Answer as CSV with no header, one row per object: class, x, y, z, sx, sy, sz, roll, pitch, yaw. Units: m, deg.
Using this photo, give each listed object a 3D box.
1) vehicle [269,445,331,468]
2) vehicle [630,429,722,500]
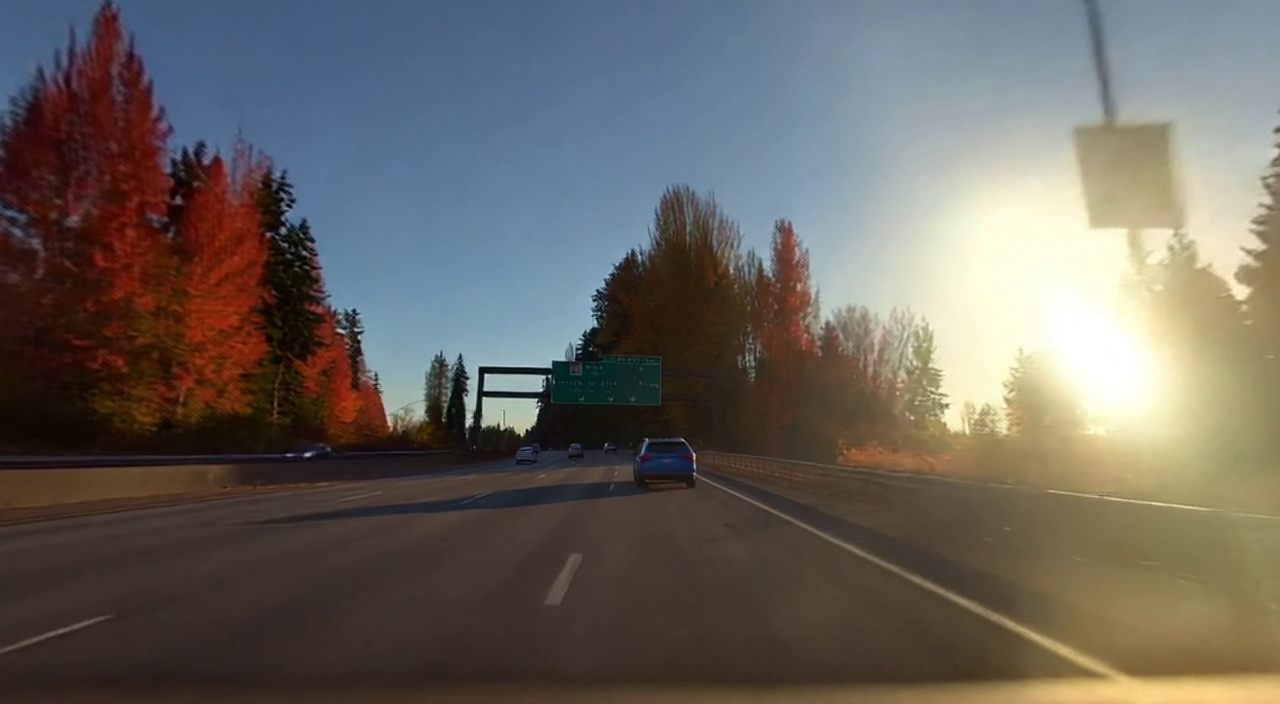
vehicle,-24.044,7.402,44.817,1.939,1.519,4.600,0,-8,-2
vehicle,0.853,3.083,17.651,2.120,1.706,4.226,0,-8,-3
